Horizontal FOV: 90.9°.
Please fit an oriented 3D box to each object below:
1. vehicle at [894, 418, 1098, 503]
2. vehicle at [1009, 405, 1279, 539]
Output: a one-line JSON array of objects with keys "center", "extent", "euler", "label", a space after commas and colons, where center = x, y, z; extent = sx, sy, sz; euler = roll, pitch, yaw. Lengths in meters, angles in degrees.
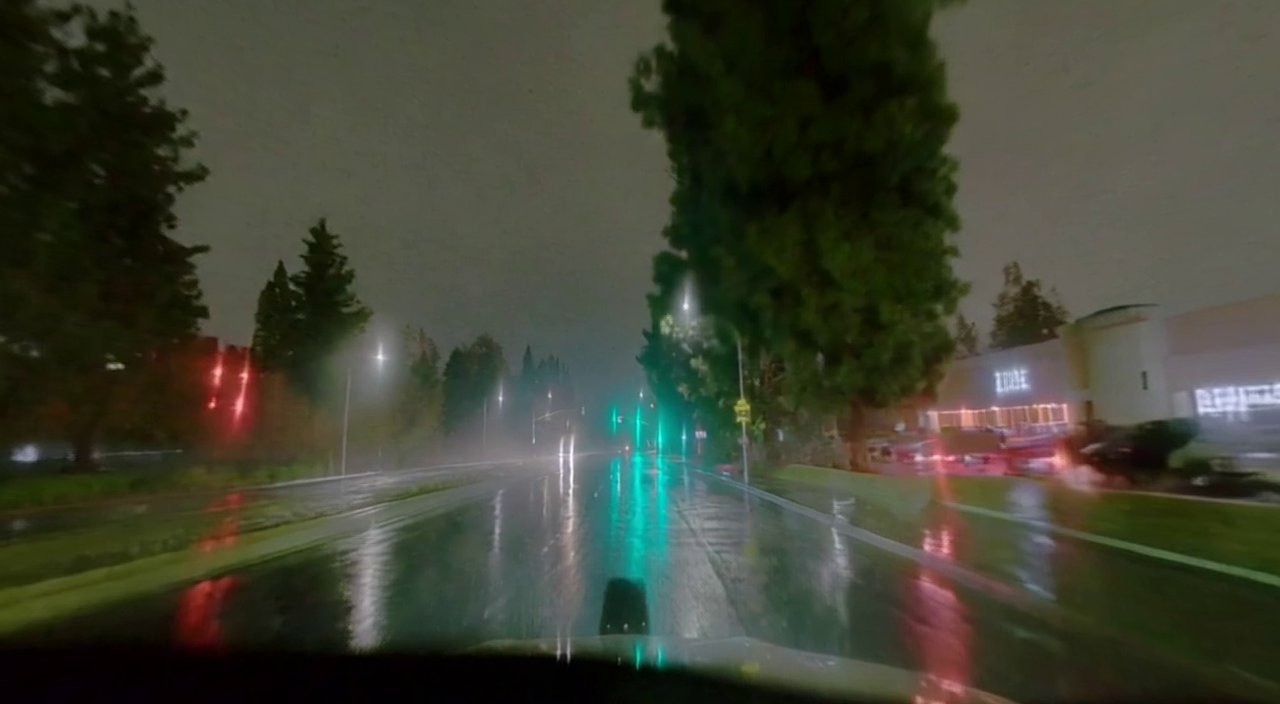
[{"center": [7.804, 2.479, 14.531], "extent": [1.896, 1.615, 4.778], "euler": [0, -9, 0], "label": "vehicle"}, {"center": [8.016, 1.673, 9.403], "extent": [1.993, 1.476, 4.821], "euler": [0, -8, -1], "label": "vehicle"}]
